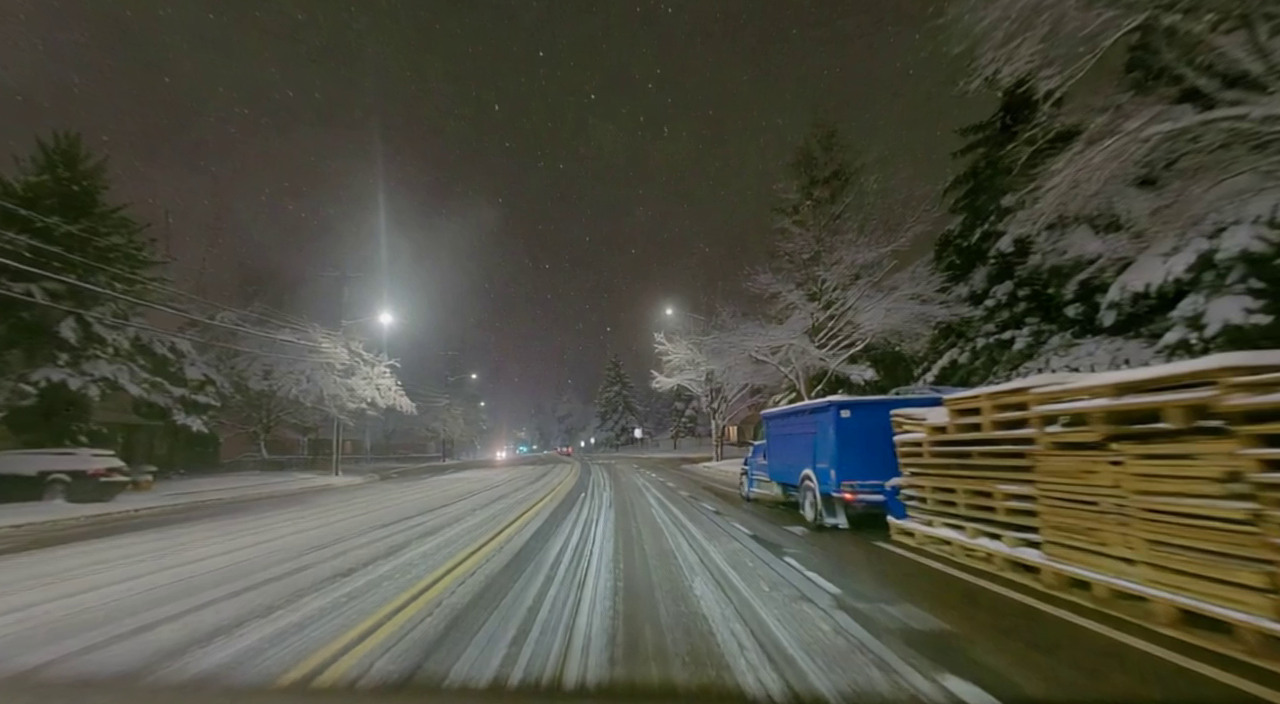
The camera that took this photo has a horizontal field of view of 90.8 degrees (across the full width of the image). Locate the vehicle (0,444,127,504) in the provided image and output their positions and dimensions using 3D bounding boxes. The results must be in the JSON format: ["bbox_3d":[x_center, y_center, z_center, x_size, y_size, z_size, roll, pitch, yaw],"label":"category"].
[{"bbox_3d":[-19.773,3.860,20.241,4.739,1.794,1.990,1,-8,-4],"label":"vehicle"}]

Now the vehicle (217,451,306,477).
[{"bbox_3d":[-27.823,8.248,46.608,5.067,1.792,2.217,2,-9,-11],"label":"vehicle"}]

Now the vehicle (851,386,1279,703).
[{"bbox_3d":[4.369,1.529,6.149,2.516,1.780,6.333,0,-9,1],"label":"vehicle"}]
